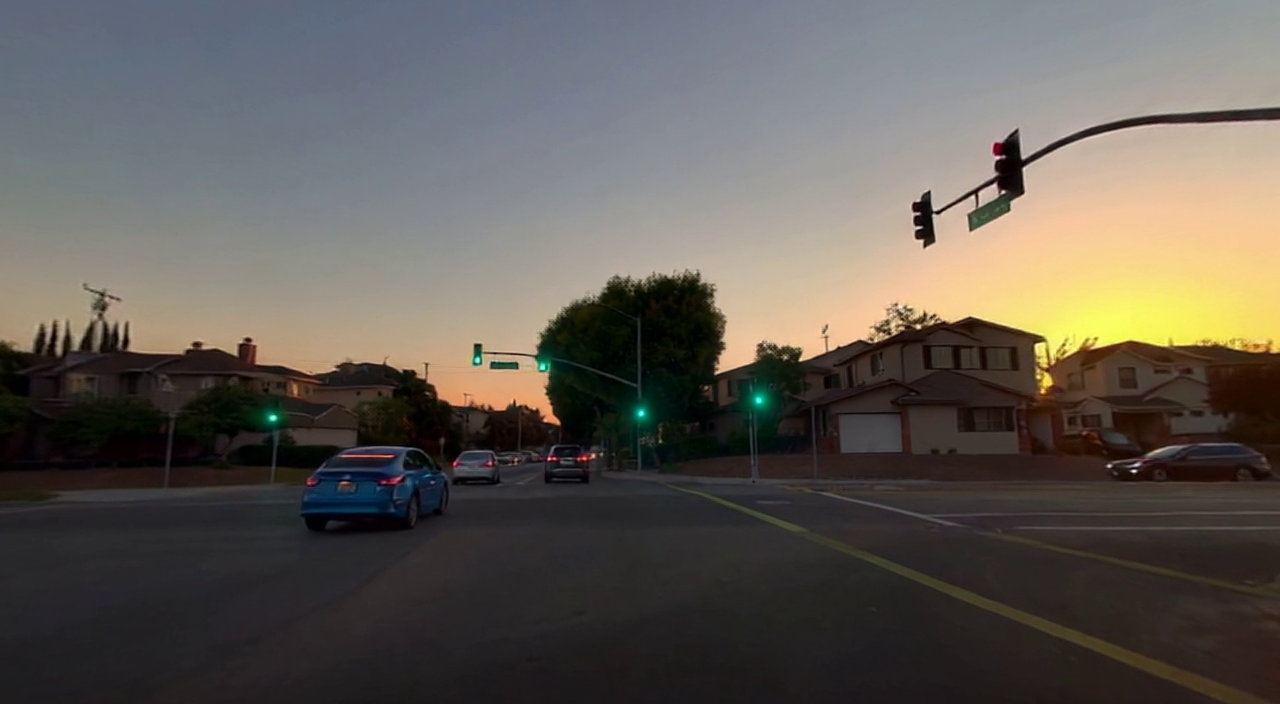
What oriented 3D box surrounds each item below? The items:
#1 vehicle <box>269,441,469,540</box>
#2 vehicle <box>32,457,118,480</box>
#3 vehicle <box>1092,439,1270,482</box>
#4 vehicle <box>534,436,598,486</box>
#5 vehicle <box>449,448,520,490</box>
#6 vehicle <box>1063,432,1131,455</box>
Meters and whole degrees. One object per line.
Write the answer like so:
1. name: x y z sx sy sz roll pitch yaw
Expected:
1. vehicle: -4.792 2.482 12.098 1.977 1.488 4.741 0 -9 -3
2. vehicle: -39.277 8.103 44.064 1.703 1.466 4.296 -1 -9 8
3. vehicle: 19.060 3.849 22.465 4.353 1.431 1.876 -2 -9 9
4. vehicle: -3.001 4.479 26.262 2.396 1.881 4.606 1 -9 -5
5. vehicle: -5.980 4.511 24.820 1.934 1.459 4.368 0 -9 -4
6. vehicle: 31.527 6.346 43.742 1.905 1.483 4.322 -1 -9 7
